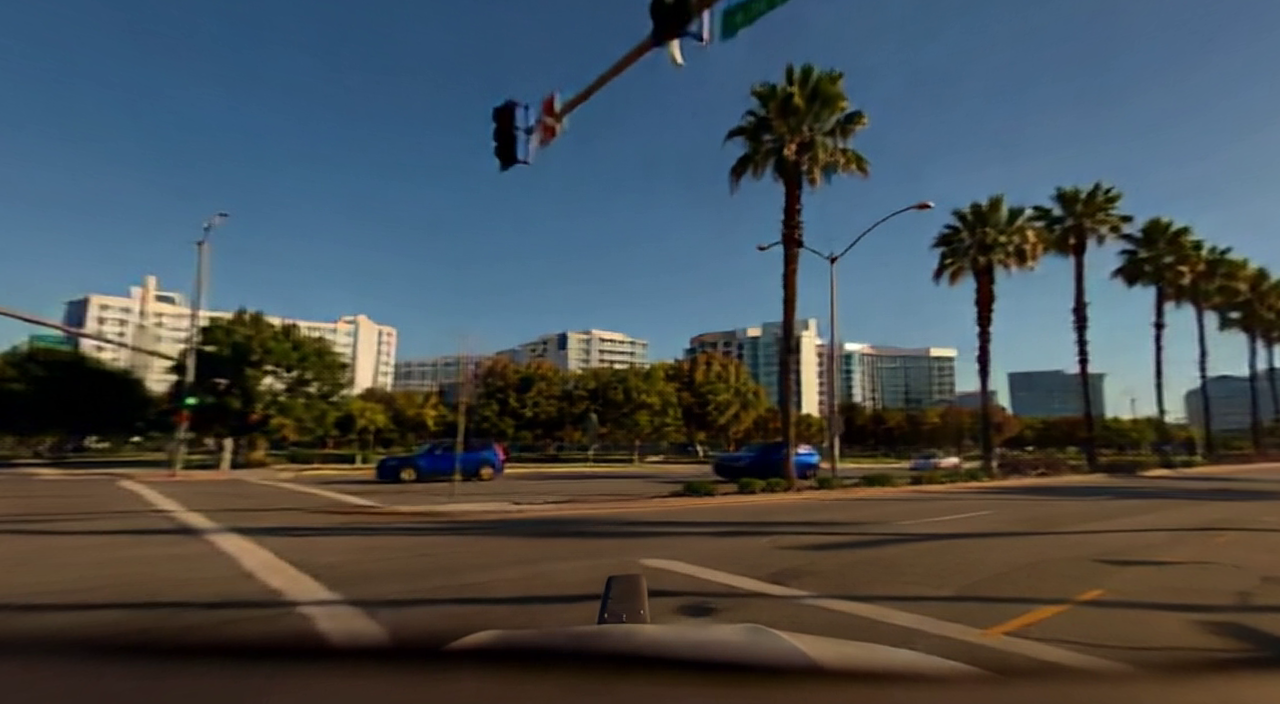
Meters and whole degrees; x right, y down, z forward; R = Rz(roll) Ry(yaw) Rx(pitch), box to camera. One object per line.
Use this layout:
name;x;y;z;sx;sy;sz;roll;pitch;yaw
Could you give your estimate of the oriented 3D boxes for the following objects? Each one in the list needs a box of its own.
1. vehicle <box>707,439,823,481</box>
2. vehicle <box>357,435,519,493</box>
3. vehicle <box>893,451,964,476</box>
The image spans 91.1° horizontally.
vehicle;6.333;5.354;31.461;5.841;1.890;2.273;6;-10;-36
vehicle;-6.820;3.777;21.514;4.820;1.751;2.050;7;-11;-38
vehicle;18.615;7.116;40.386;4.763;1.490;1.915;6;-10;-35
